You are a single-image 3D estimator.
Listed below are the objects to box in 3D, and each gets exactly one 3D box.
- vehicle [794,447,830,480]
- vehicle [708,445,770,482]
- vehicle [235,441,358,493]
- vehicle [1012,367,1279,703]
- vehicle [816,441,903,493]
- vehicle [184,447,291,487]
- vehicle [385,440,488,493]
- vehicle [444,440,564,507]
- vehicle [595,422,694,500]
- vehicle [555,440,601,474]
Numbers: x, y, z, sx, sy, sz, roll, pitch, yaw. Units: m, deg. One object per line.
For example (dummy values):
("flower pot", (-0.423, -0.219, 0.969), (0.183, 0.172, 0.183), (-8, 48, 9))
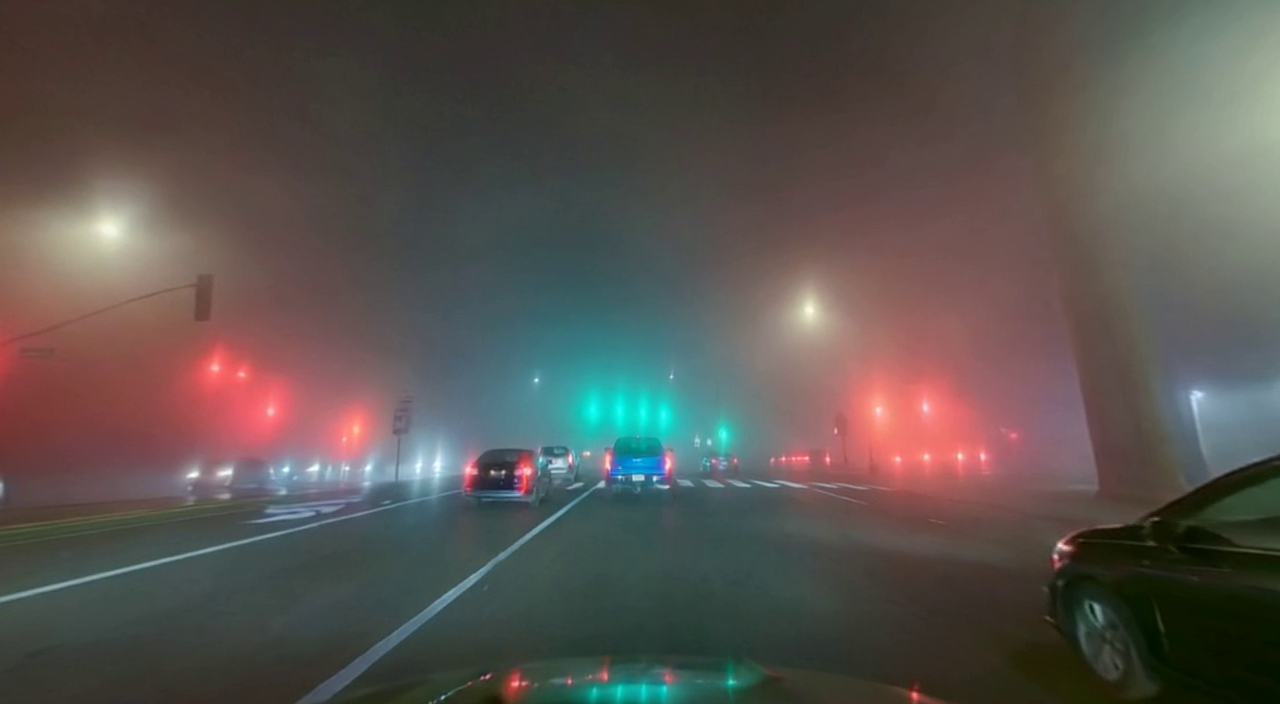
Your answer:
("vehicle", (10.140, 6.508, 37.157), (1.944, 1.718, 4.122), (-1, -8, 15))
("vehicle", (4.201, 4.789, 27.449), (1.968, 1.472, 4.456), (0, -8, 0))
("vehicle", (-12.239, 4.091, 22.867), (2.054, 1.662, 4.384), (0, -8, -1))
("vehicle", (3.433, 0.818, 2.026), (1.955, 1.628, 4.152), (0, -8, 1))
("vehicle", (8.851, 4.626, 25.854), (2.126, 1.820, 4.521), (2, -8, 2))
("vehicle", (-18.527, 5.273, 29.300), (2.025, 1.625, 4.527), (0, -8, -1))
("vehicle", (-6.625, 3.748, 21.076), (1.907, 1.541, 4.364), (0, -8, 1))
("vehicle", (-3.268, 3.013, 16.199), (1.986, 1.465, 4.509), (0, -8, 1))
("vehicle", (0.095, 3.112, 18.419), (2.493, 1.934, 4.957), (0, -8, 0))
("vehicle", (-3.321, 5.693, 34.492), (2.018, 1.700, 4.142), (0, -8, 0))
